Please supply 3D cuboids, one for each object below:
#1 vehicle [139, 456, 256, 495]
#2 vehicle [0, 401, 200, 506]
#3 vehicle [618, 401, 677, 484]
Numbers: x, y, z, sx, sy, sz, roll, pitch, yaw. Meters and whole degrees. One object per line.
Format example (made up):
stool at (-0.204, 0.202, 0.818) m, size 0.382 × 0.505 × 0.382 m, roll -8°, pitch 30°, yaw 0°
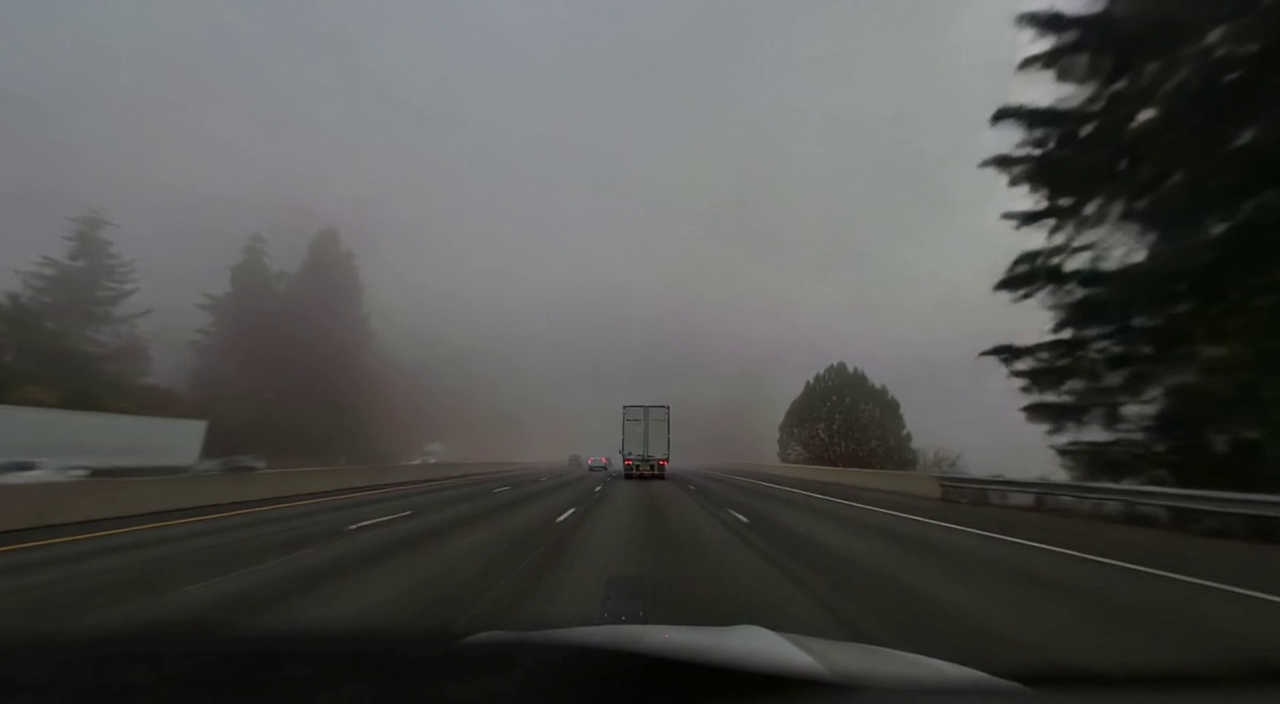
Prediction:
vehicle at (-18.628, 5.202, 26.802) m, size 1.810 × 1.486 × 4.269 m, roll 0°, pitch -9°, yaw 1°
vehicle at (-26.024, 4.490, 27.982) m, size 2.846 × 3.978 × 13.837 m, roll 0°, pitch -9°, yaw 1°
vehicle at (0.237, 5.419, 37.163) m, size 2.875 × 4.056 × 12.312 m, roll 0°, pitch -9°, yaw -1°
